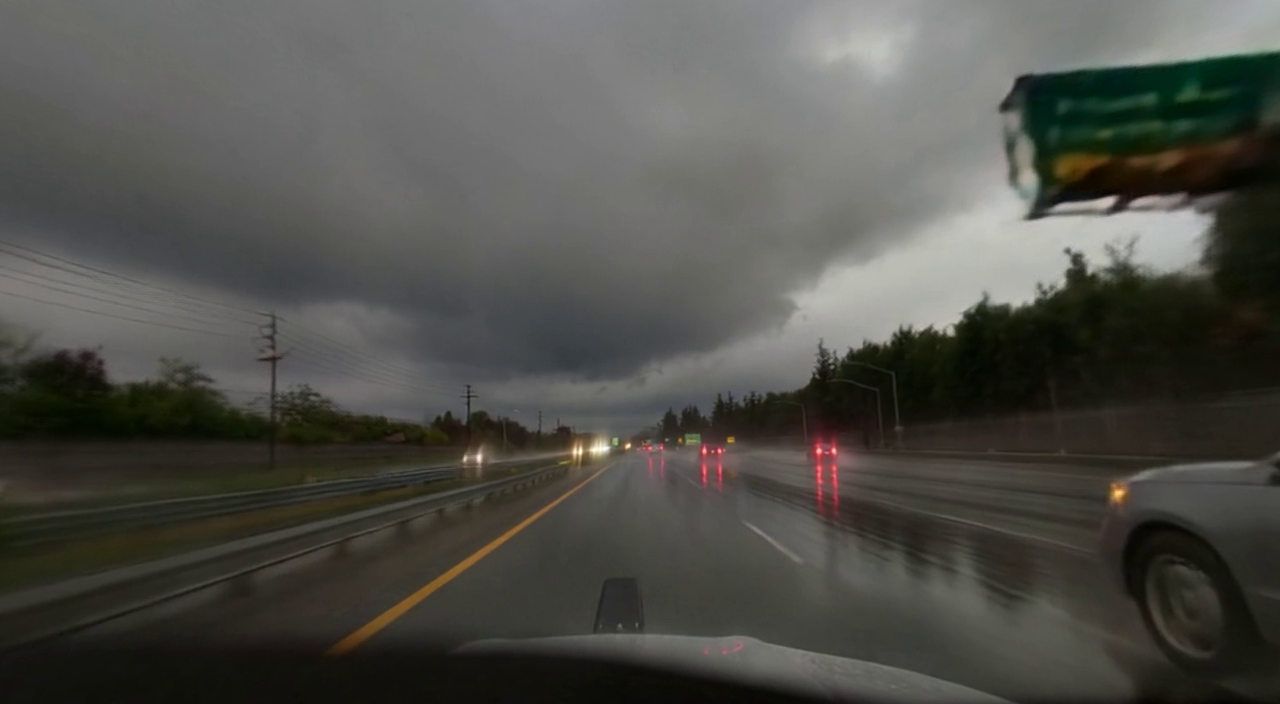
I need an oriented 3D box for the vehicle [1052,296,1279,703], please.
[{"bbox_3d":[3.564,0.534,1.190,2.207,1.850,4.875,0,-9,0],"label":"vehicle"}]
